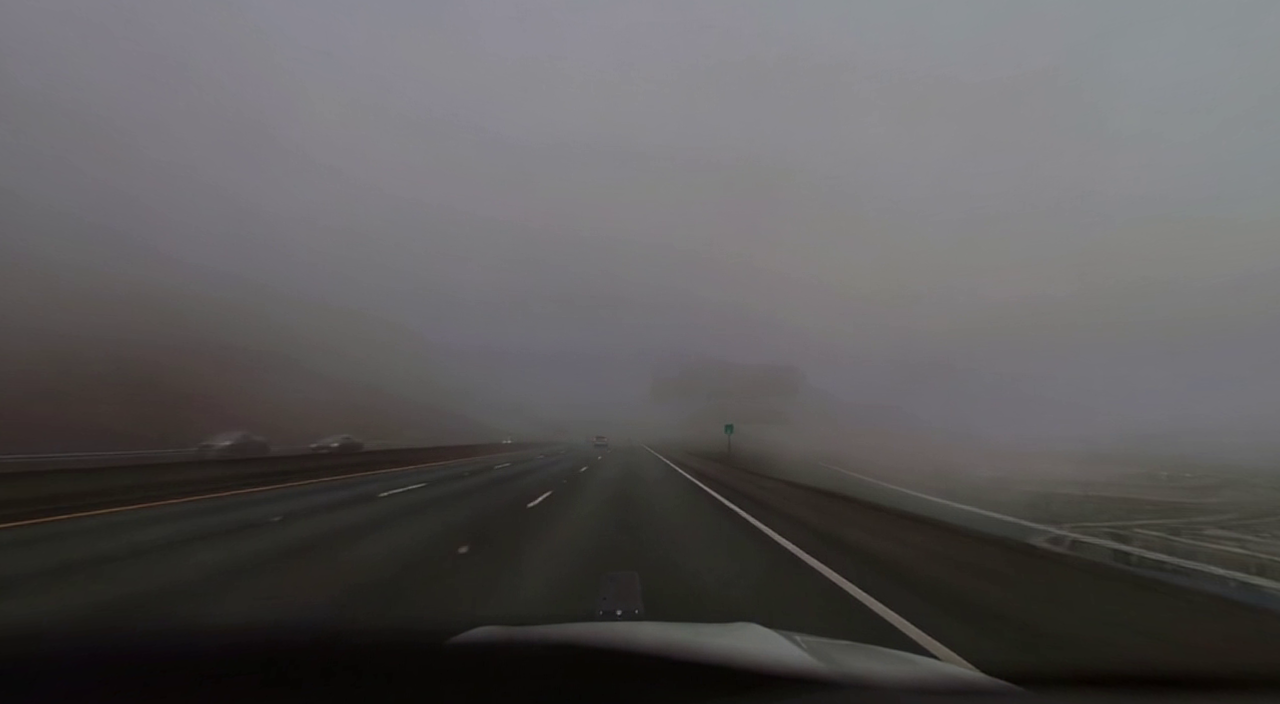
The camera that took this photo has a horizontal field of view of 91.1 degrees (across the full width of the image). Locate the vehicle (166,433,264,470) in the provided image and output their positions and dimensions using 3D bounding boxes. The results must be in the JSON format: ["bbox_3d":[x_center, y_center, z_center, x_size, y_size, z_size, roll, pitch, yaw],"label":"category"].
[{"bbox_3d":[-25.089,5.849,37.421,2.162,1.998,5.306,0,-8,-1],"label":"vehicle"}]

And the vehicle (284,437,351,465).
[{"bbox_3d":[-20.801,6.366,40.754,1.986,1.700,4.426,0,-8,0],"label":"vehicle"}]
